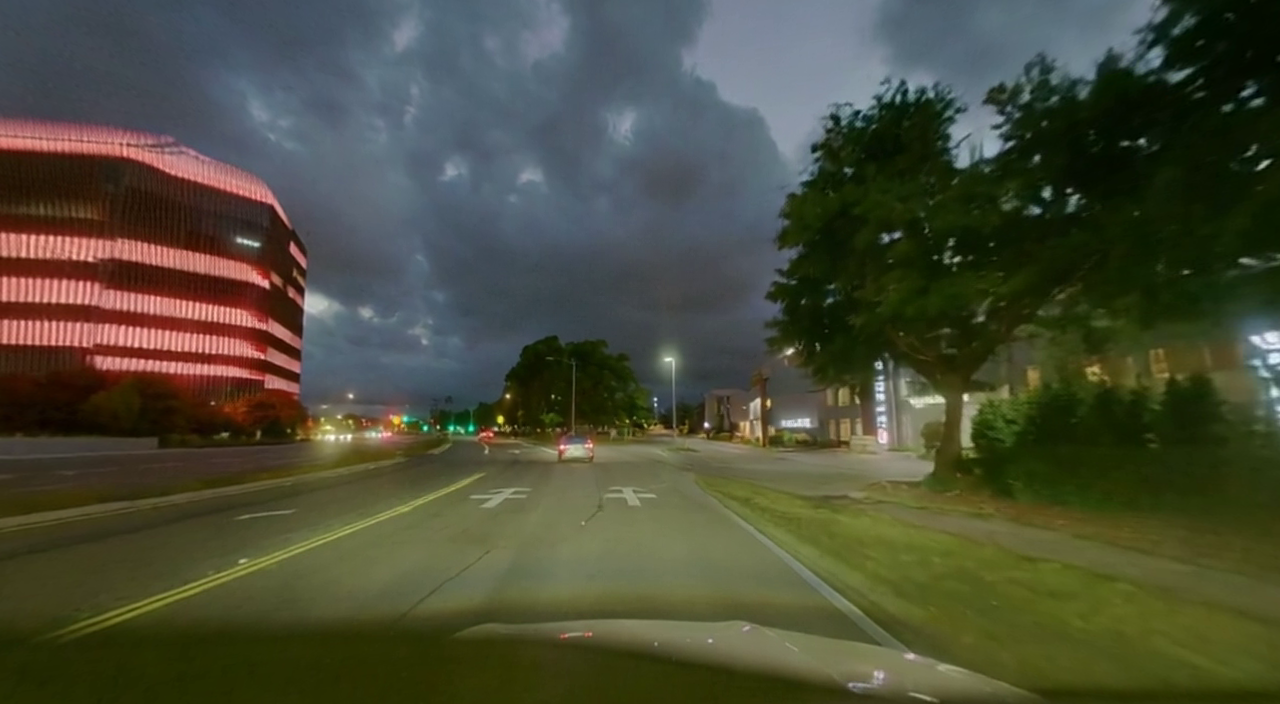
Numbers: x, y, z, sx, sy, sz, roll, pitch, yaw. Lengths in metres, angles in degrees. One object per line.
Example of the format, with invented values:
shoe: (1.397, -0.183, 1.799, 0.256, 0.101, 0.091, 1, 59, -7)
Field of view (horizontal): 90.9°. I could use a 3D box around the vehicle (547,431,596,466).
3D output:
vehicle: (-3.435, 4.725, 31.158, 2.231, 1.572, 4.227, 0, -8, -7)
